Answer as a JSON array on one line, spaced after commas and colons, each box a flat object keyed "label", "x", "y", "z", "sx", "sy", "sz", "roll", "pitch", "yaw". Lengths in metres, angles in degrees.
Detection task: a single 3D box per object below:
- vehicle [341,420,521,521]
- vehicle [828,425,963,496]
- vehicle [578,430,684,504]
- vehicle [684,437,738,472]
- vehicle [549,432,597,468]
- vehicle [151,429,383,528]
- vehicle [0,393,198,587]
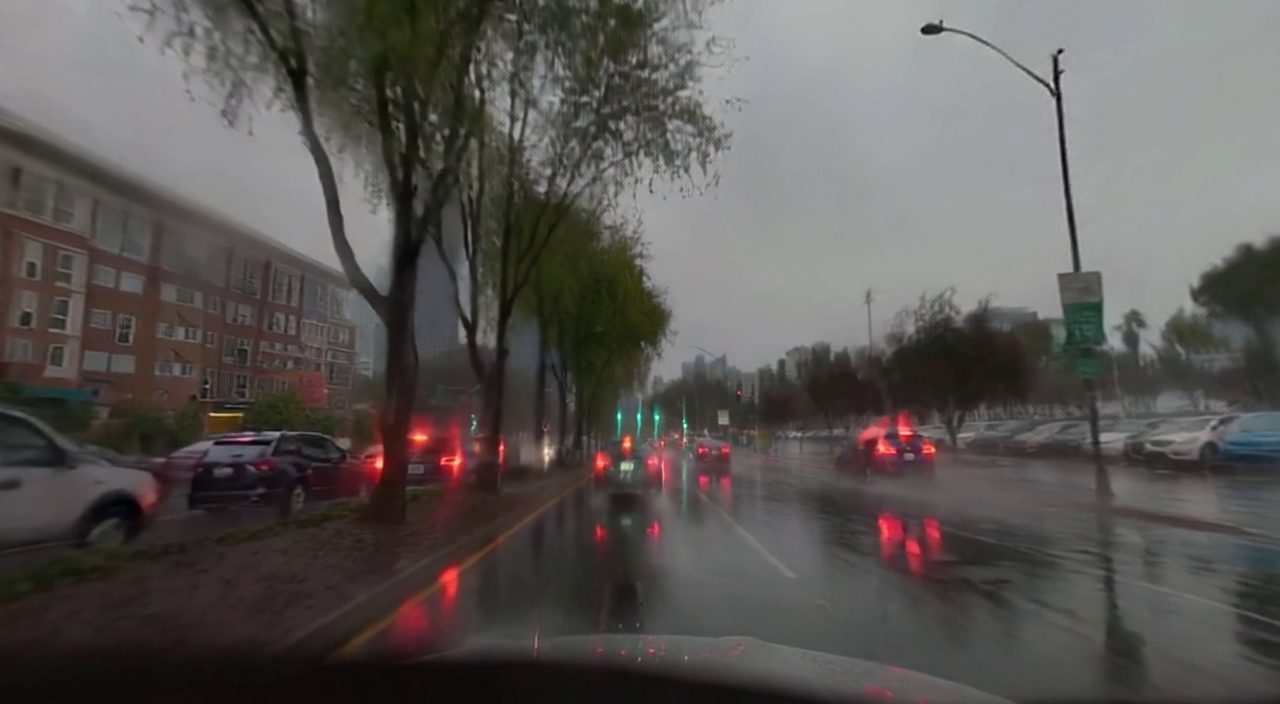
[{"label": "vehicle", "x": -3.810, "y": 2.255, "z": 12.477, "sx": 2.009, "sy": 1.619, "sz": 4.376, "roll": 0, "pitch": -9, "yaw": 0}, {"label": "vehicle", "x": 6.753, "y": 2.908, "z": 17.258, "sx": 1.889, "sy": 1.681, "sz": 4.120, "roll": 0, "pitch": -9, "yaw": 0}, {"label": "vehicle", "x": -0.215, "y": 2.693, "z": 15.149, "sx": 2.161, "sy": 1.501, "sz": 4.184, "roll": 0, "pitch": -9, "yaw": -1}, {"label": "vehicle", "x": 3.201, "y": 4.761, "z": 29.461, "sx": 1.905, "sy": 1.473, "sz": 4.183, "roll": 0, "pitch": -9, "yaw": -2}, {"label": "vehicle", "x": -3.595, "y": 5.383, "z": 34.905, "sx": 2.154, "sy": 1.801, "sz": 5.015, "roll": 0, "pitch": -9, "yaw": -1}, {"label": "vehicle", "x": -6.731, "y": 2.312, "z": 12.120, "sx": 1.835, "sy": 1.516, "sz": 4.423, "roll": 0, "pitch": -9, "yaw": -2}, {"label": "vehicle", "x": -6.725, "y": 1.200, "z": 5.334, "sx": 1.864, "sy": 1.737, "sz": 5.689, "roll": 0, "pitch": -9, "yaw": 0}]
